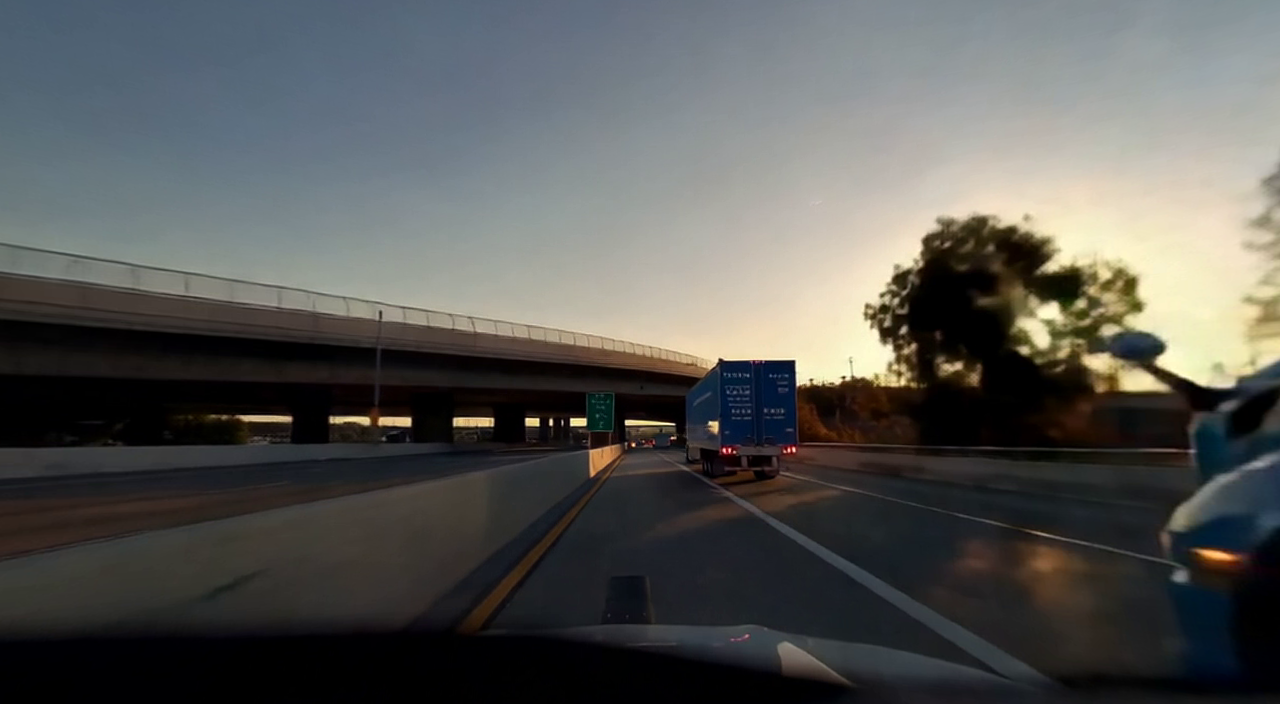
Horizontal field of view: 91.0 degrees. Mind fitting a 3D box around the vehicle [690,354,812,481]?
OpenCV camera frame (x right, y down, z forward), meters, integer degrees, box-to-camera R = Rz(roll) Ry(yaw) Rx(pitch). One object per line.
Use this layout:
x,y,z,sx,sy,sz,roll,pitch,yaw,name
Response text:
4.122,3.099,27.388,3.006,4.093,14.142,0,-8,1,vehicle
